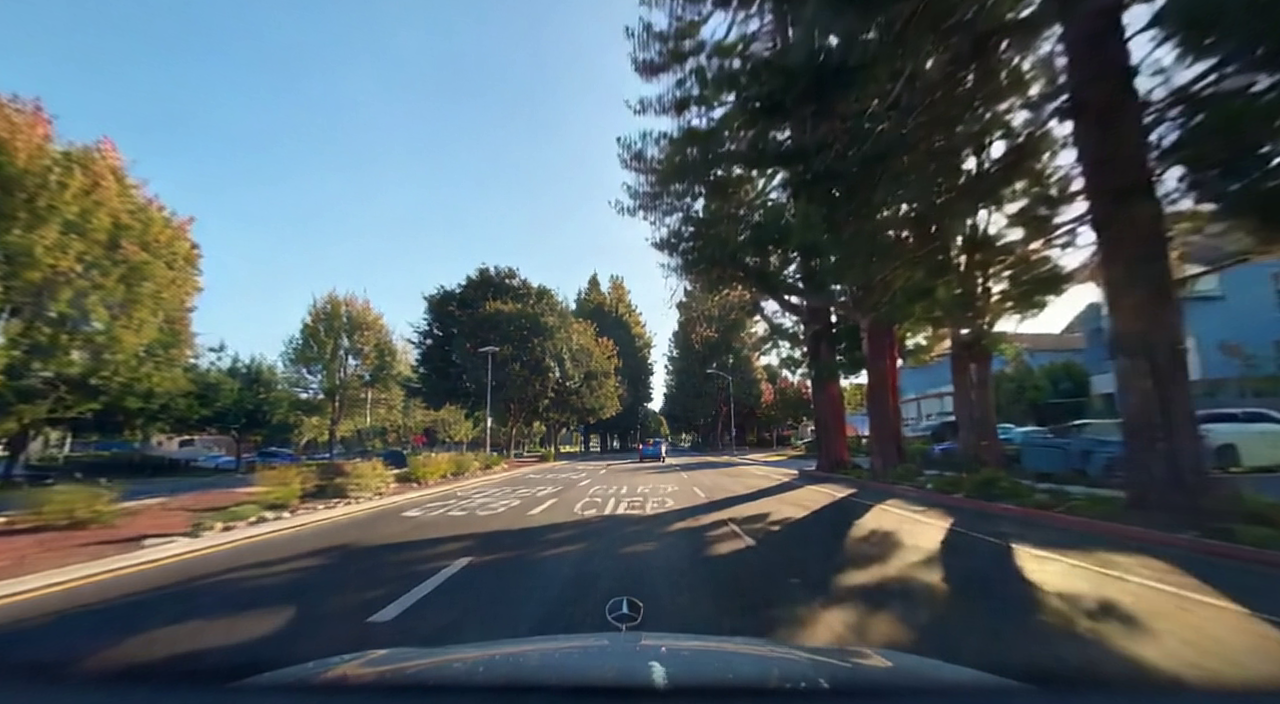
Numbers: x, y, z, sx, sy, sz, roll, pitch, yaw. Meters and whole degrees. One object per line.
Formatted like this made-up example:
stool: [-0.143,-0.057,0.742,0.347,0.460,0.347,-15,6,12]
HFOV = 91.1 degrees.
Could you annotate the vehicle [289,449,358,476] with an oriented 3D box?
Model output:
vehicle: [-20.409,7.096,40.661,1.936,1.611,4.584,0,-9,2]

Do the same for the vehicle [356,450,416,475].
vehicle: [-16.266,7.055,40.400,1.824,1.462,4.520,0,-9,2]

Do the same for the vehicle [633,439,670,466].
vehicle: [0.703,6.046,37.858,2.144,1.505,4.128,0,-9,2]
